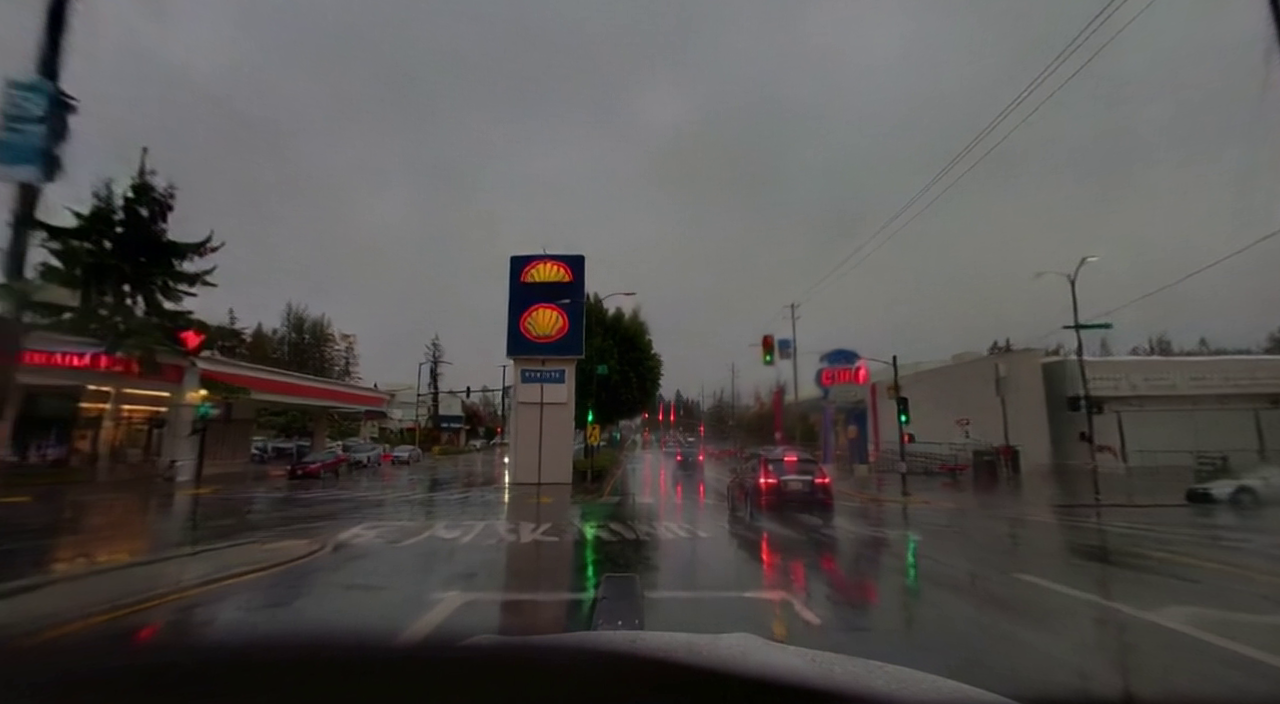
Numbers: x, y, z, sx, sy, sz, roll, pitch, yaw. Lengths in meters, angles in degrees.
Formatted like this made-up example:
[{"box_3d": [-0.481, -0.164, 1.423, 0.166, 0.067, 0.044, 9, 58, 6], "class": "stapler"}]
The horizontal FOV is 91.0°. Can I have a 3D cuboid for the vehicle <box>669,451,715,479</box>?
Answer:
[{"box_3d": [2.930, 6.492, 36.405, 2.282, 1.458, 4.362, 0, -8, 0], "class": "vehicle"}]

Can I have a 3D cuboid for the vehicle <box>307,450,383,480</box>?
[{"box_3d": [-17.807, 6.799, 38.334, 1.956, 1.634, 5.000, 0, -8, 3], "class": "vehicle"}]

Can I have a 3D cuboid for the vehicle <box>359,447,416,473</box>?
[{"box_3d": [-17.911, 7.654, 44.897, 2.079, 1.672, 4.333, 0, -8, 2], "class": "vehicle"}]

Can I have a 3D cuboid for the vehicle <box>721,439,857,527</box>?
[{"box_3d": [3.164, 2.854, 14.349, 1.999, 1.679, 4.217, 0, -8, -1], "class": "vehicle"}]

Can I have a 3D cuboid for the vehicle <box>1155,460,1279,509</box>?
[{"box_3d": [21.004, 4.488, 21.539, 4.727, 1.514, 2.211, 0, -8, 1], "class": "vehicle"}]

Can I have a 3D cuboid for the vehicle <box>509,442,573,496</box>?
[{"box_3d": [-3.743, 4.615, 24.545, 2.189, 1.836, 4.693, 0, -12, -6], "class": "vehicle"}]
